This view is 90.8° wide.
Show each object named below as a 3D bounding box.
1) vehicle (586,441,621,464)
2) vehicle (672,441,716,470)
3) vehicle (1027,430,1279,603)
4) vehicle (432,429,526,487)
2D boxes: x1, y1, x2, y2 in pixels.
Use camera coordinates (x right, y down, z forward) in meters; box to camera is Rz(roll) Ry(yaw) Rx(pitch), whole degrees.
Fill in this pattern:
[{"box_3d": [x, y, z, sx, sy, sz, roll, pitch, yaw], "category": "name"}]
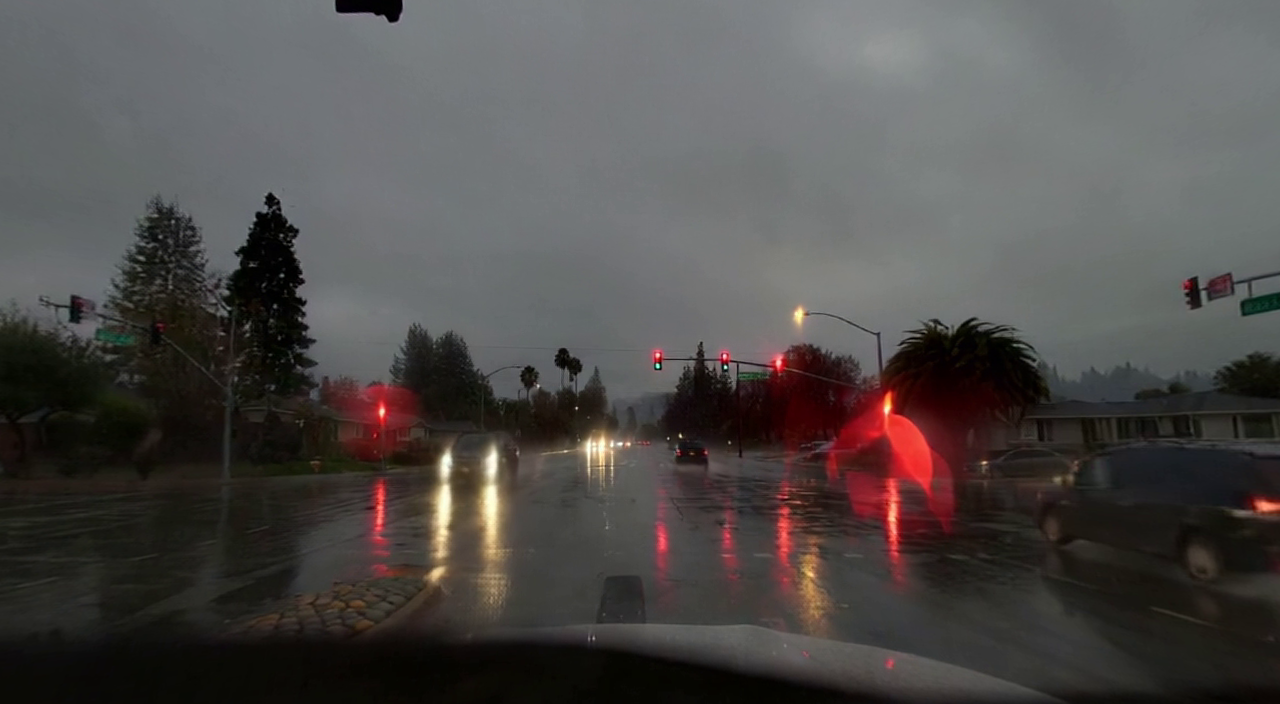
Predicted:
[{"box_3d": [-2.392, 6.715, 42.283, 2.045, 1.484, 3.991, 0, -9, 0], "category": "vehicle"}, {"box_3d": [2.887, 5.627, 34.623, 1.947, 1.467, 4.455, 0, -9, -1], "category": "vehicle"}, {"box_3d": [6.738, 1.757, 7.653, 1.961, 1.494, 4.438, -2, -9, 11], "category": "vehicle"}, {"box_3d": [-5.123, 3.443, 20.723, 2.025, 1.704, 4.104, 0, -9, -1], "category": "vehicle"}]
